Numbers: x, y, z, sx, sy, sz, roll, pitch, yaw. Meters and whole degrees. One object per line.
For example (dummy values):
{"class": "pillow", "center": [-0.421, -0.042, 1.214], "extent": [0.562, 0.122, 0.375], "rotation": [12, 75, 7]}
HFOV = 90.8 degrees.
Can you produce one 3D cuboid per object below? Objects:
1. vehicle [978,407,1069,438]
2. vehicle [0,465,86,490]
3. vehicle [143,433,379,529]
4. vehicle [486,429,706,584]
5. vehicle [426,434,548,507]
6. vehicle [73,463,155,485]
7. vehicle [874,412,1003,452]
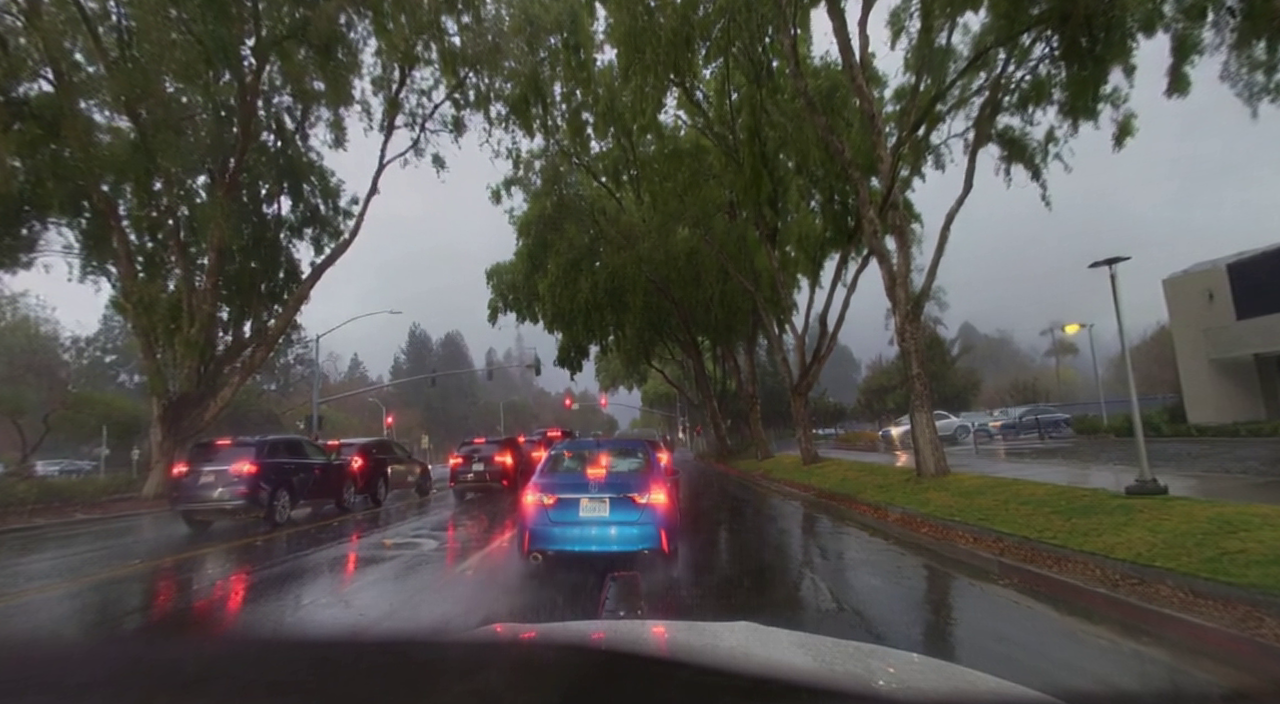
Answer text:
{"class": "vehicle", "center": [27.382, 5.062, 45.235], "extent": [5.333, 1.880, 2.130], "rotation": [-8, -9, 31]}
{"class": "vehicle", "center": [-36.638, 7.622, 38.441], "extent": [4.093, 1.440, 1.804], "rotation": [0, -9, -1]}
{"class": "vehicle", "center": [-7.277, 2.497, 12.821], "extent": [2.096, 1.593, 4.288], "rotation": [0, -9, 1]}
{"class": "vehicle", "center": [-0.415, 1.791, 8.118], "extent": [2.104, 1.472, 3.946], "rotation": [0, -9, 0]}
{"class": "vehicle", "center": [-3.622, 2.886, 15.772], "extent": [1.969, 1.570, 4.019], "rotation": [0, -9, 1]}
{"class": "vehicle", "center": [-36.385, 8.444, 43.759], "extent": [3.918, 1.423, 1.861], "rotation": [0, -9, 0]}
{"class": "vehicle", "center": [13.928, 3.792, 29.711], "extent": [4.975, 1.809, 1.956], "rotation": [-1, -9, 1]}
